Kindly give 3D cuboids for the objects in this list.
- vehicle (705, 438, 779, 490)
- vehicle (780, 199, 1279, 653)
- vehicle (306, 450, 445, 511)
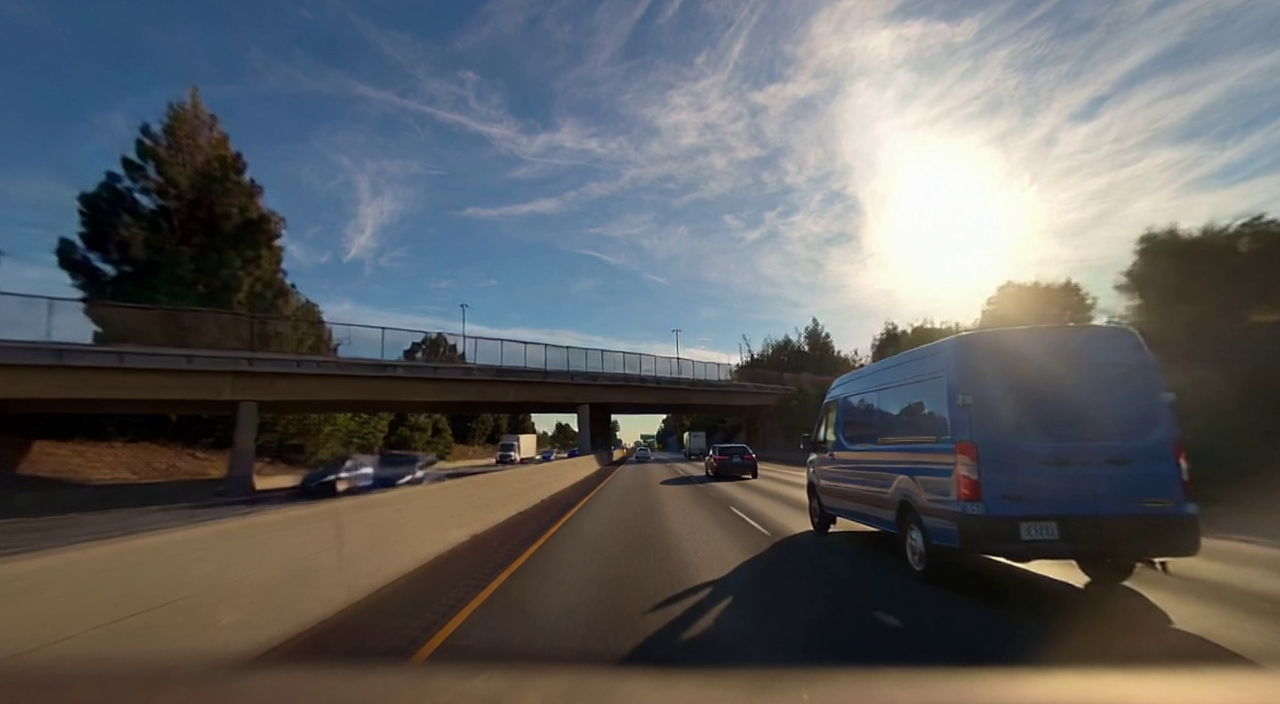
[{"bbox_3d":[3.663,4.131,23.455,2.009,1.731,4.149,0,-9,-1],"label":"vehicle"},{"bbox_3d":[3.797,0.964,7.831,2.460,3.155,6.902,0,-9,0],"label":"vehicle"},{"bbox_3d":[-7.685,3.744,18.928,2.106,1.549,4.622,0,-9,1],"label":"vehicle"}]
